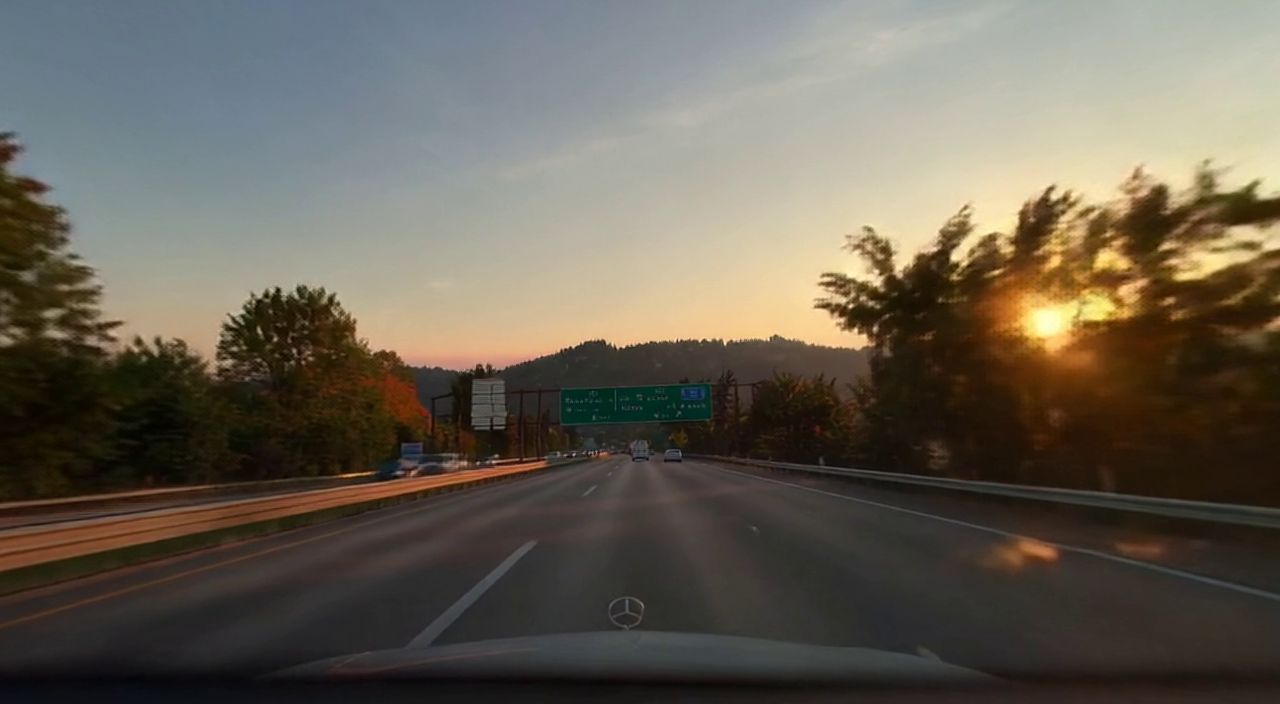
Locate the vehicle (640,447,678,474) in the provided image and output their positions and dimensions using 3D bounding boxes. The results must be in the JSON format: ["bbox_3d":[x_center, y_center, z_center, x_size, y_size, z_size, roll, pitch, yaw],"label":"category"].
[{"bbox_3d":[1.047,6.265,36.620,2.036,1.457,3.471,0,-9,-1],"label":"vehicle"}]
